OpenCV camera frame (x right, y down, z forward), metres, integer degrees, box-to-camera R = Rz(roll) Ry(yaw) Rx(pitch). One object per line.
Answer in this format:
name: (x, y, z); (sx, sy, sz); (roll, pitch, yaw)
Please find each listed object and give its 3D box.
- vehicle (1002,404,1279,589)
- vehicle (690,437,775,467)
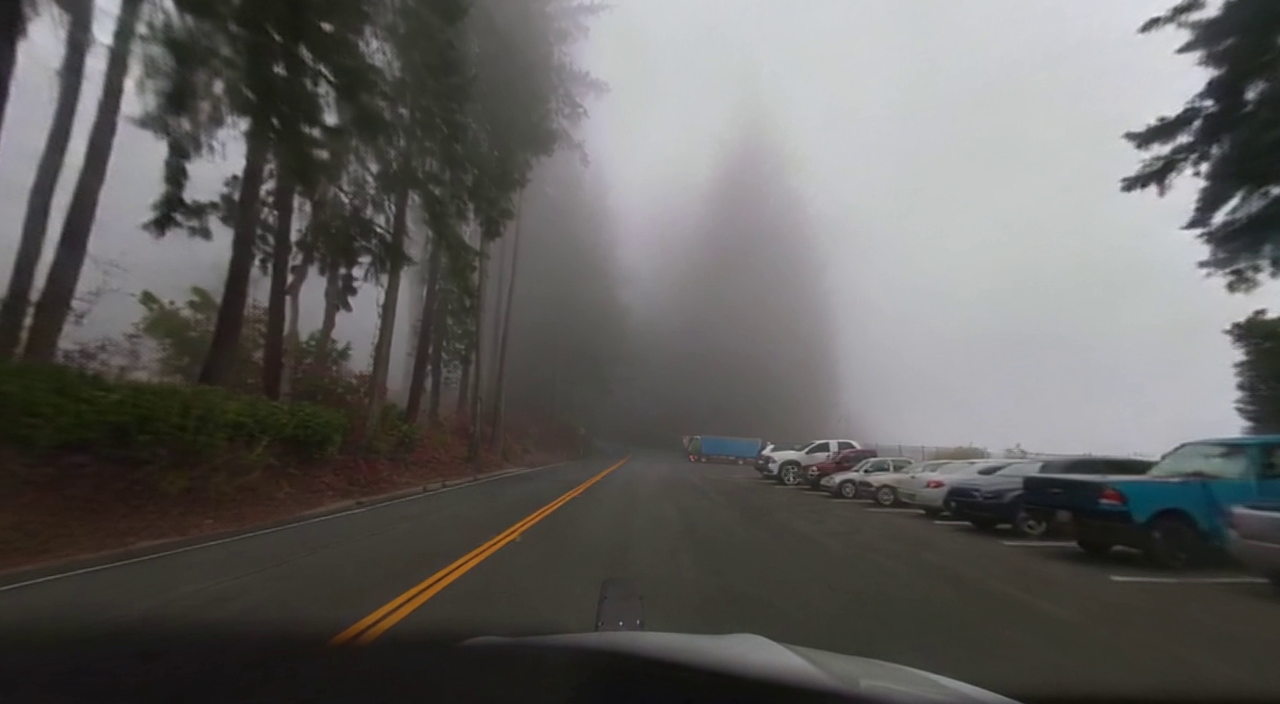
vehicle: (7.447, 1.705, 8.023); (4.475, 1.903, 2.184); (2, -3, -3)
vehicle: (6.663, 7.307, 46.177); (5.797, 2.070, 2.502); (0, -9, -1)
